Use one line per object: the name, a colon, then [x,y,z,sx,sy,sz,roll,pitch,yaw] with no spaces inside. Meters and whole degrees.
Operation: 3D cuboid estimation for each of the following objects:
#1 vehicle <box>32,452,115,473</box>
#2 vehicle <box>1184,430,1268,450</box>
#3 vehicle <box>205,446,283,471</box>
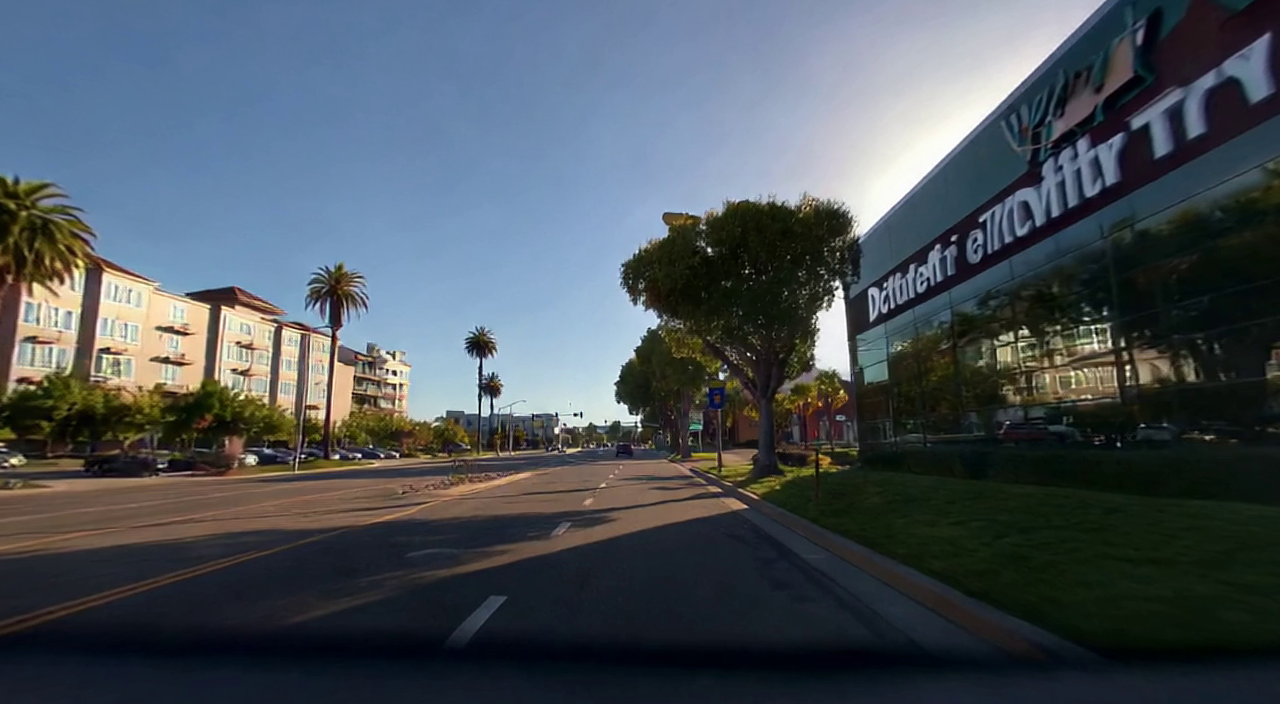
vehicle: [-42.550,8.269,47.220,4.314,1.510,1.964,0,-9,0]
vehicle: [45.323,6.825,48.609,4.390,1.549,2.015,0,-8,0]
vehicle: [-29.454,7.943,46.852,4.293,1.529,2.347,-4,-9,0]
